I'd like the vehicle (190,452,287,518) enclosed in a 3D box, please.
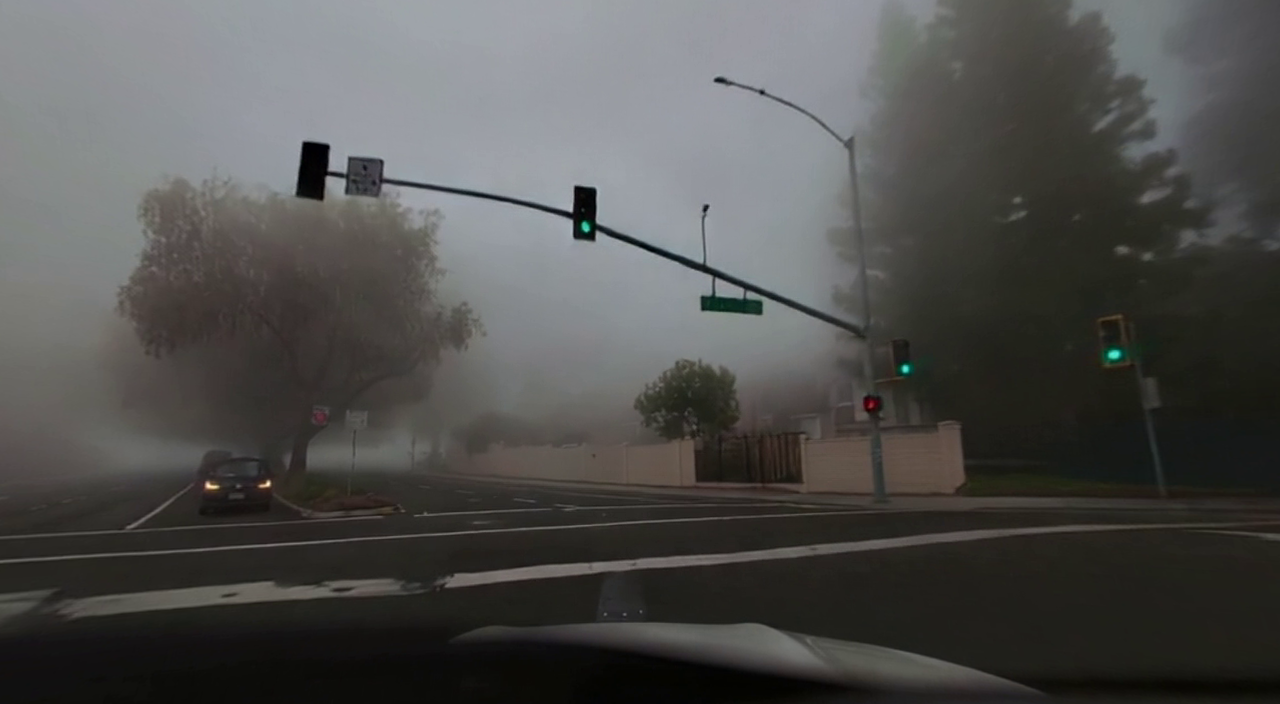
[{"bbox_3d":[-11.074,3.523,17.296,1.912,1.464,4.652,5,-10,-33],"label":"vehicle"}]
